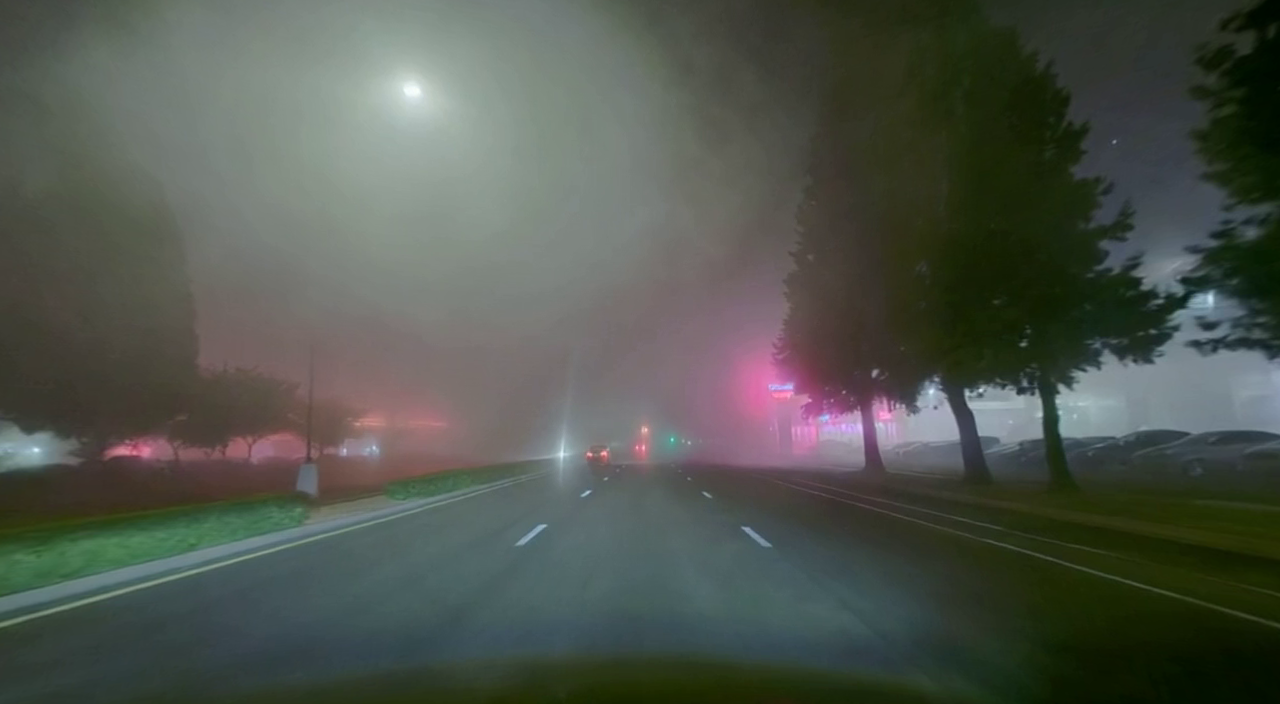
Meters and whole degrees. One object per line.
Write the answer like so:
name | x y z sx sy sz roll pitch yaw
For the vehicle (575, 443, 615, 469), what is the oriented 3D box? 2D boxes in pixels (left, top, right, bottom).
vehicle | -2.700 6.422 39.118 2.082 1.460 4.442 0 -8 1

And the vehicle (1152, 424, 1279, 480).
vehicle | 17.311 2.770 17.583 4.271 1.436 2.001 0 -8 0
